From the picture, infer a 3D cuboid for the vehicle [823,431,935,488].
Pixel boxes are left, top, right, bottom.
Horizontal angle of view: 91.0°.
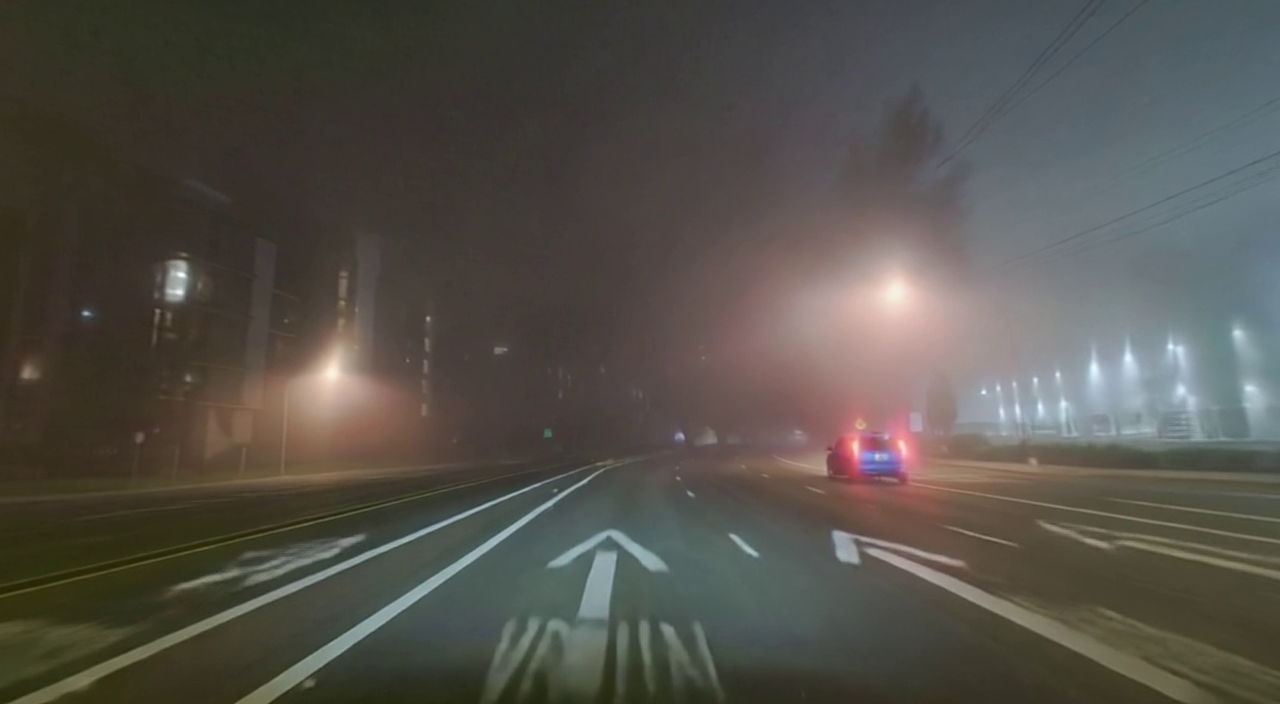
[{"bbox_3d":[6.903,3.142,18.650,1.908,1.476,3.880,-1,-9,2],"label":"vehicle"}]
